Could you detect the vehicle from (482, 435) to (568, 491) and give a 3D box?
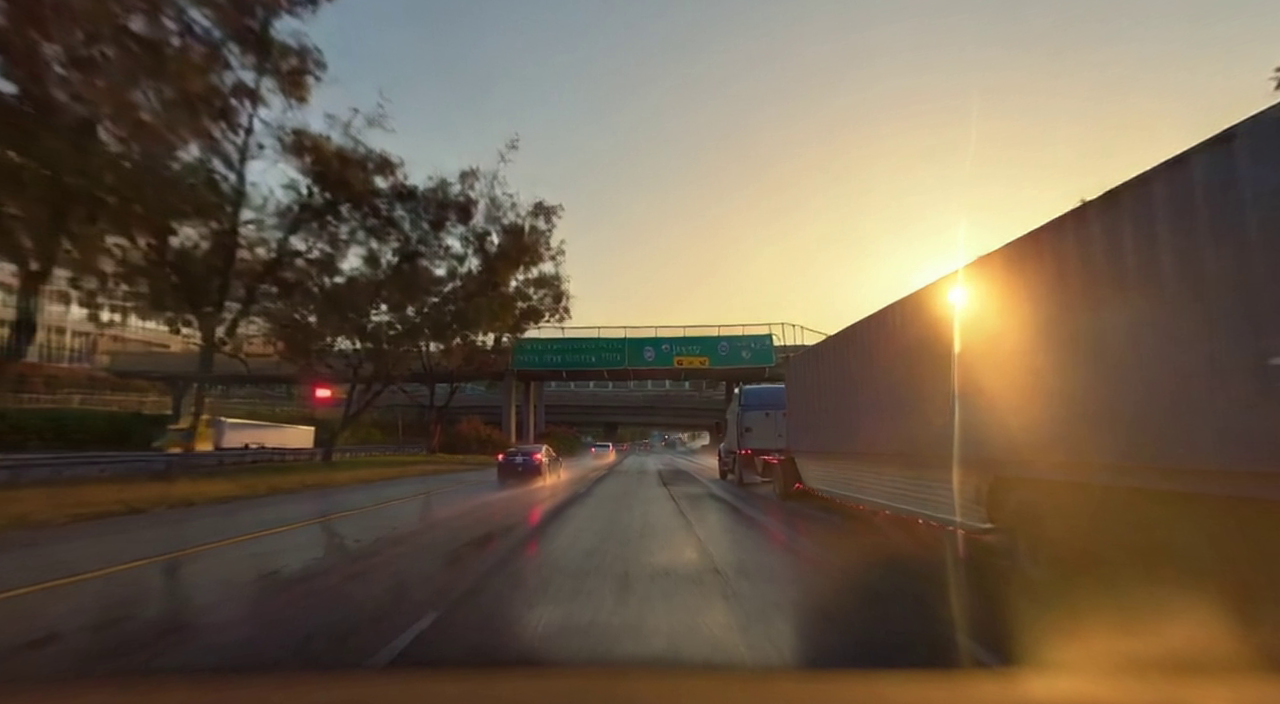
[{"bbox_3d":[-3.475,3.448,19.817,1.954,1.528,4.010,0,-9,0],"label":"vehicle"}]

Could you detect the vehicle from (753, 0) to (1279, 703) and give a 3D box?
[{"bbox_3d":[4.068,0.410,8.214,2.893,3.992,13.605,0,-9,1],"label":"vehicle"}]
